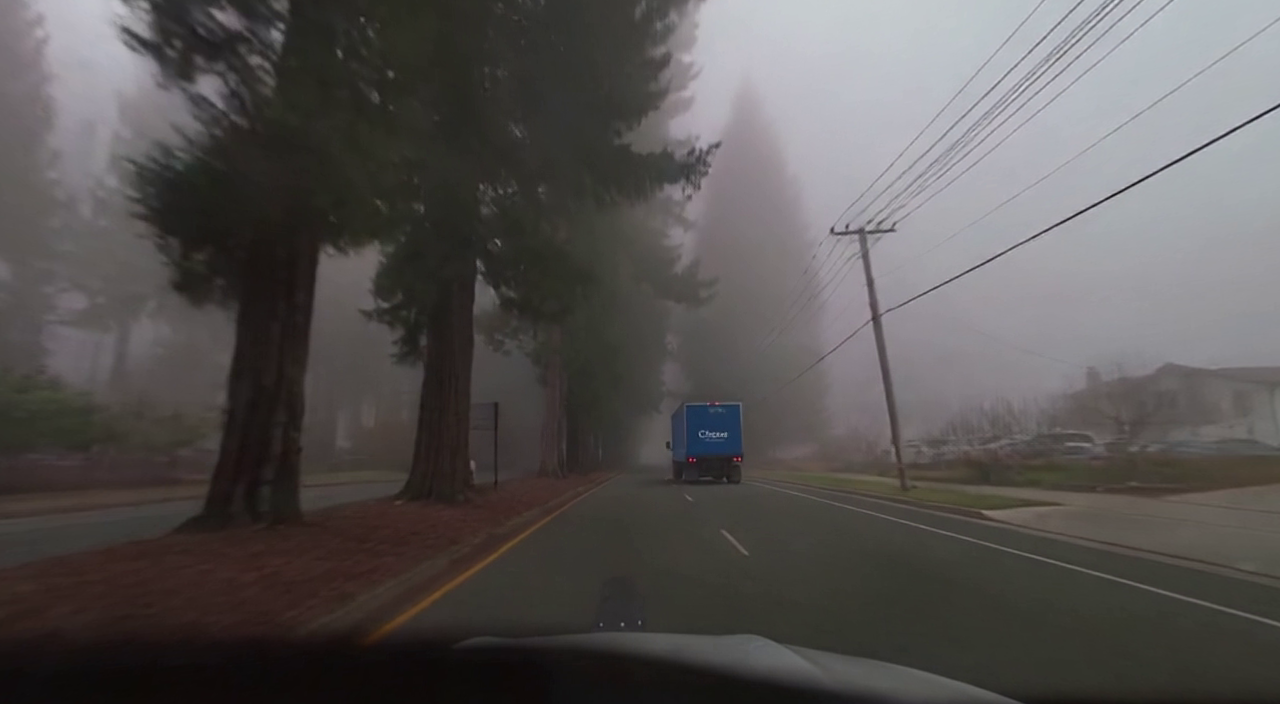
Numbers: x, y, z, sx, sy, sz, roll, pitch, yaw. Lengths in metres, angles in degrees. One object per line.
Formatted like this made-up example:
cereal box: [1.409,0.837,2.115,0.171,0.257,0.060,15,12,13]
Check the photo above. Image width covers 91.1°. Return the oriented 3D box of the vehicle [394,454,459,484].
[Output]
vehicle: [-12.071,6.615,35.809,1.950,1.501,4.807,0,-9,1]

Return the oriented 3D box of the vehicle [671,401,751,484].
vehicle: [3.507,4.887,33.714,2.973,3.848,9.336,0,-9,-1]
